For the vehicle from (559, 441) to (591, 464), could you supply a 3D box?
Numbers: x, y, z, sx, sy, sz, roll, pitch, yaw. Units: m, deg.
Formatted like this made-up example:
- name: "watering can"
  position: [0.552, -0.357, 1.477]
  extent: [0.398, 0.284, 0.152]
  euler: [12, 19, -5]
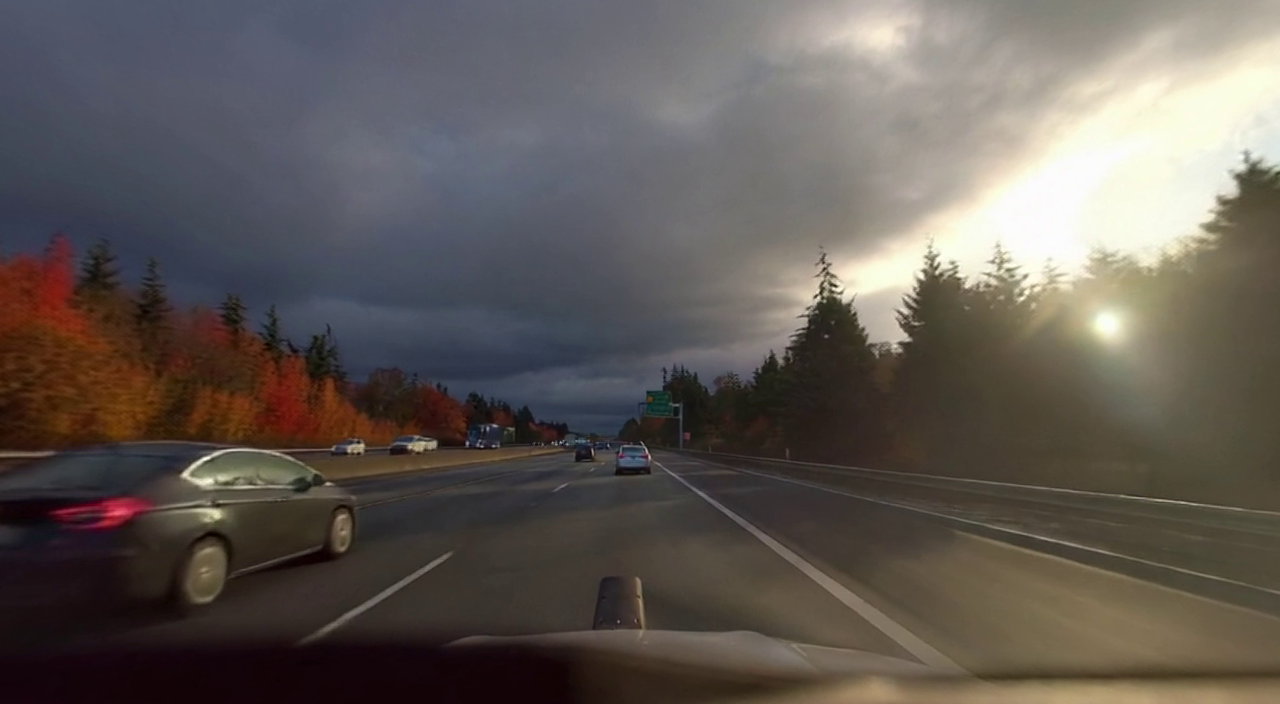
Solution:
- name: "vehicle"
  position: [-4.927, 7.682, 47.947]
  extent: [1.974, 1.688, 4.727]
  euler: [0, -9, -1]

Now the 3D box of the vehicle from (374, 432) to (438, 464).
- name: "vehicle"
  position: [-13.201, 5.480, 35.658]
  extent: [2.070, 1.677, 4.321]
  euler: [0, -9, -1]

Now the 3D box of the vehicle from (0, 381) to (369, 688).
- name: "vehicle"
  position: [-4.359, 1.304, 5.418]
  extent: [1.931, 1.603, 4.739]
  euler: [-1, -9, 0]

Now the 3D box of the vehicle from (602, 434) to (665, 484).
- name: "vehicle"
  position: [-0.235, 3.940, 23.287]
  extent: [2.115, 1.661, 4.049]
  euler: [0, -9, -1]
